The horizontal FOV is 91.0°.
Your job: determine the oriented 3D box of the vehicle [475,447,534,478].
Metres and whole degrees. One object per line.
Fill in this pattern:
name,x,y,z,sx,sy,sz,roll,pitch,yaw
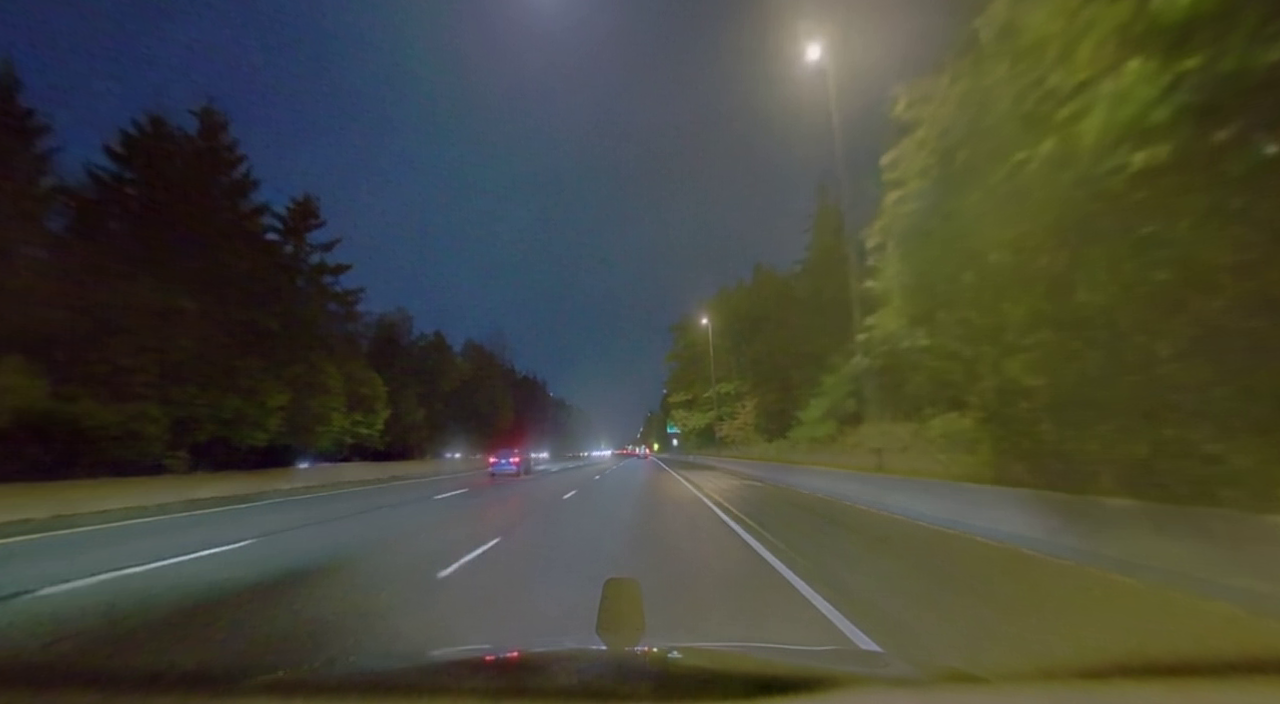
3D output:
vehicle,-7.325,5.991,34.557,2.094,1.579,4.655,0,-9,1

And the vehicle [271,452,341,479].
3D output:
vehicle,-21.429,7.290,40.647,1.968,1.540,4.471,0,-9,1
